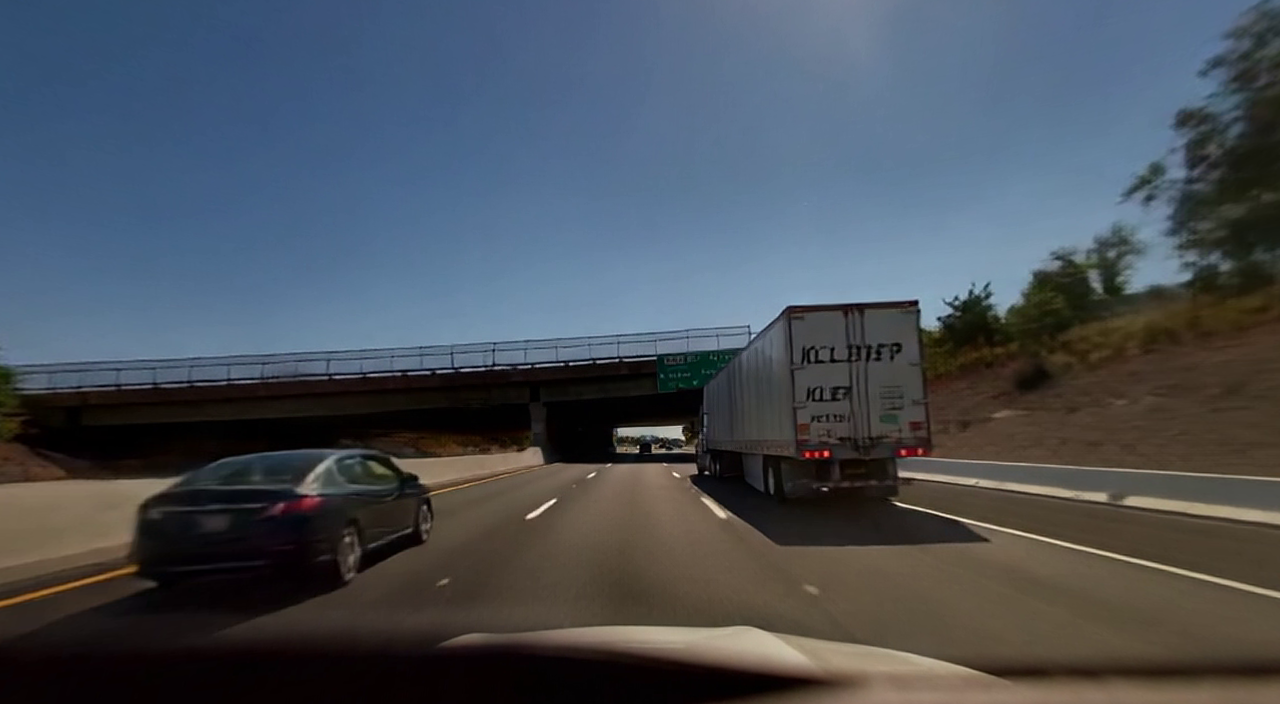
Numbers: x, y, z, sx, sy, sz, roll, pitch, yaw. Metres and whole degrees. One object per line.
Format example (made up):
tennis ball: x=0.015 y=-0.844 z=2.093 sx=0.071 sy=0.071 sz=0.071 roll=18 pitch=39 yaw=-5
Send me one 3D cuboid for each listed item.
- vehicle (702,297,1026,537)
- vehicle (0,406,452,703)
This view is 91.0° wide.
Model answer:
vehicle: x=3.857 y=1.734 z=15.191 sx=3.306 sy=3.531 sz=11.717 roll=-1 pitch=-8 yaw=-1
vehicle: x=-3.373 y=1.360 z=5.222 sx=2.276 sy=1.551 sz=4.484 roll=-1 pitch=-8 yaw=0
